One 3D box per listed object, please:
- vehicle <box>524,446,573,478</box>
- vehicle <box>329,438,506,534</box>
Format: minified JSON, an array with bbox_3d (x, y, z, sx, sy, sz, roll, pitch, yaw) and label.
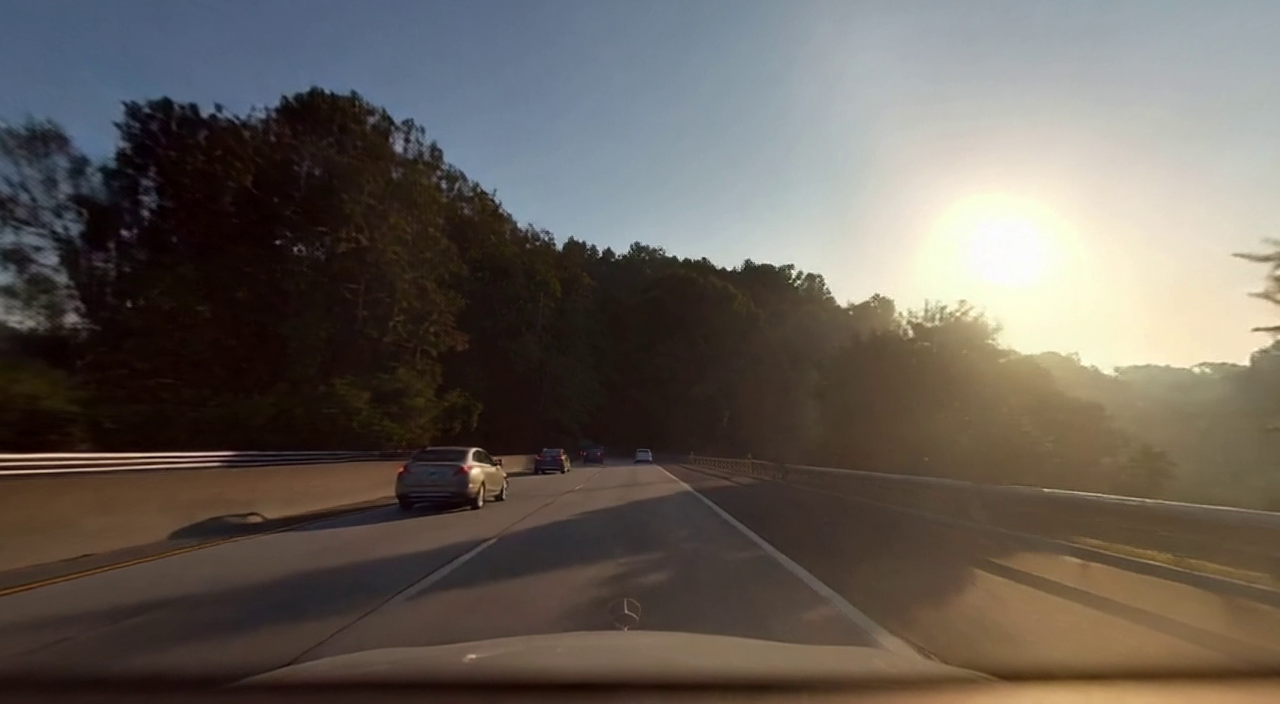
[{"bbox_3d":[-4.542,5.530,31.993,1.838,1.508,4.317,0,-9,0],"label":"vehicle"},{"bbox_3d":[-3.914,2.404,11.891,1.897,1.481,3.859,0,-9,0],"label":"vehicle"}]
